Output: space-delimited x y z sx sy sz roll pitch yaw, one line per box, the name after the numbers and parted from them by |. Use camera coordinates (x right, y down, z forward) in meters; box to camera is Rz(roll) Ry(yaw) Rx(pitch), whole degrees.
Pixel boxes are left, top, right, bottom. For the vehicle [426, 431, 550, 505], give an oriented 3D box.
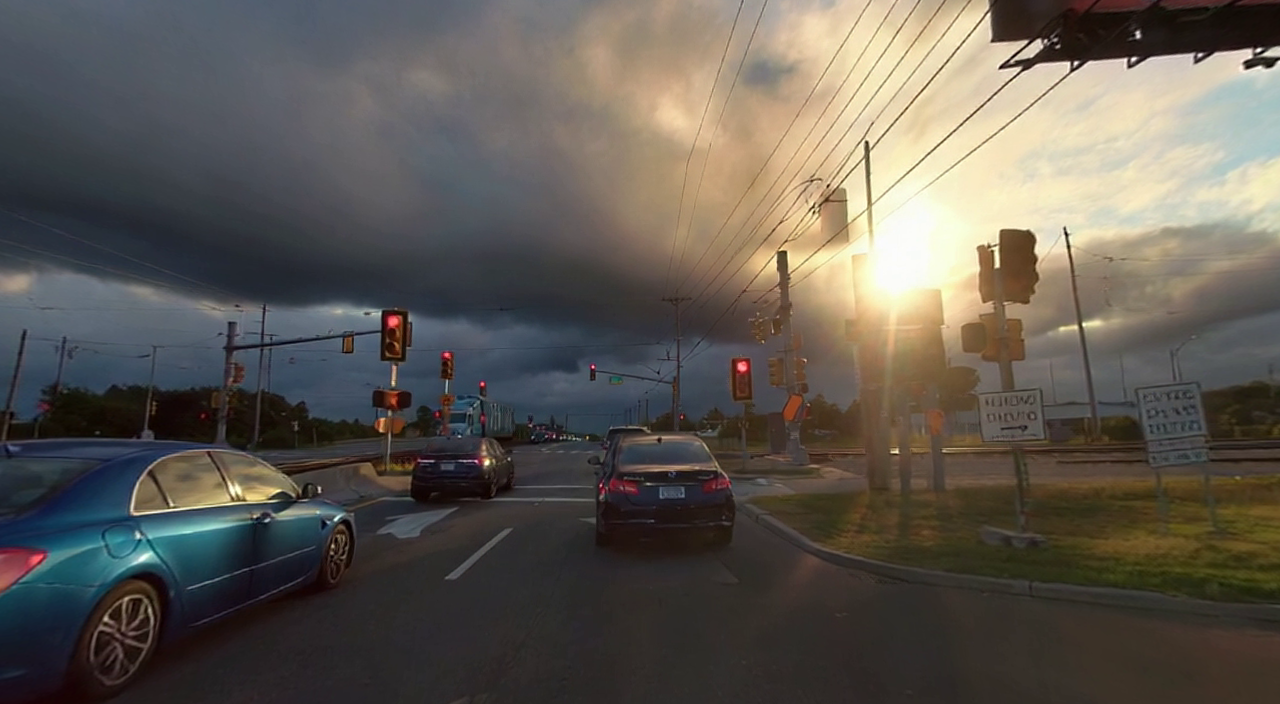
-3.381 2.663 14.905 1.984 1.505 3.982 0 -8 -1 | vehicle

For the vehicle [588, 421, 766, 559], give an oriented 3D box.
0.321 1.849 9.140 1.998 1.529 3.960 0 -9 -3 | vehicle

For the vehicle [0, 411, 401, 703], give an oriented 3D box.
-3.705 1.317 4.856 1.956 1.468 4.585 0 -8 0 | vehicle
